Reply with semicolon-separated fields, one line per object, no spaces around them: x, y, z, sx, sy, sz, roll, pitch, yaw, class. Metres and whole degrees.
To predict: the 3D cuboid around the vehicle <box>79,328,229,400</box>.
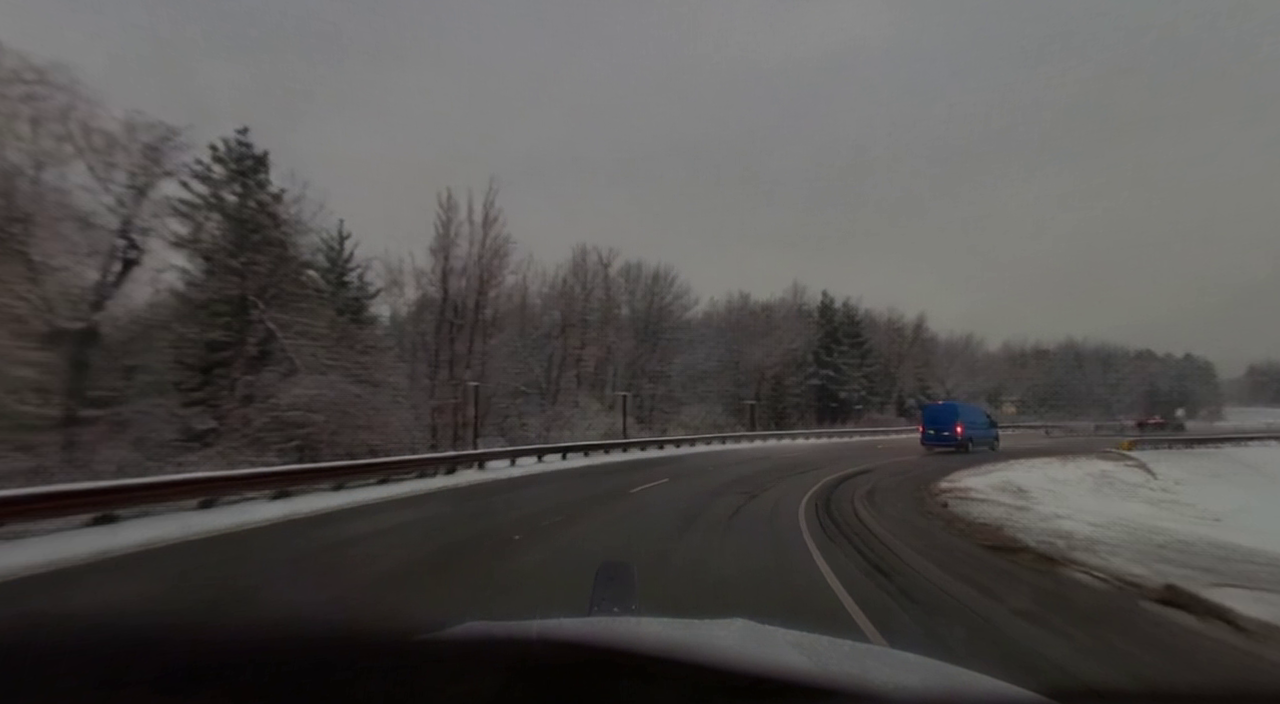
-29.198;0.961;38.563;2.864;3.410;8.882;0;-8;-6;vehicle

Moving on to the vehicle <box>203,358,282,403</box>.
-29.507;2.201;47.042;2.613;2.825;6.081;0;-8;-9;vehicle

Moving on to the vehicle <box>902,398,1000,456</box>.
15.389;3.718;31.036;5.330;2.577;2.352;7;-10;-41;vehicle
